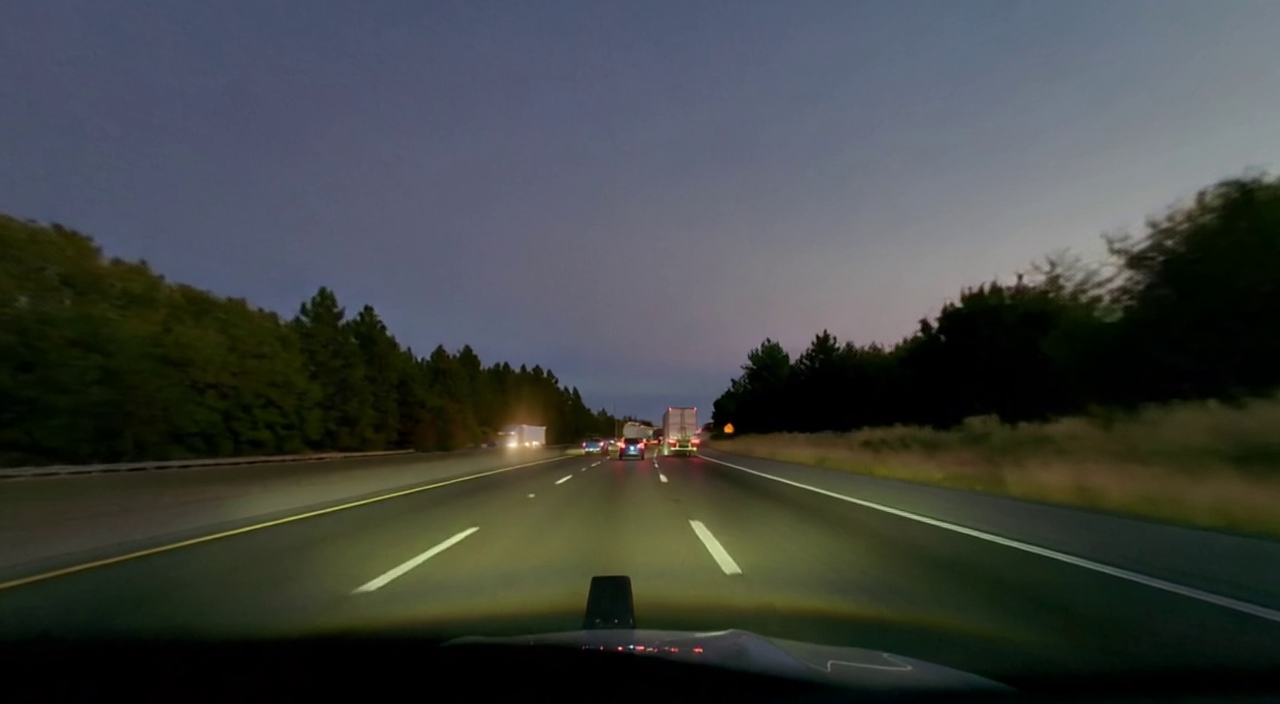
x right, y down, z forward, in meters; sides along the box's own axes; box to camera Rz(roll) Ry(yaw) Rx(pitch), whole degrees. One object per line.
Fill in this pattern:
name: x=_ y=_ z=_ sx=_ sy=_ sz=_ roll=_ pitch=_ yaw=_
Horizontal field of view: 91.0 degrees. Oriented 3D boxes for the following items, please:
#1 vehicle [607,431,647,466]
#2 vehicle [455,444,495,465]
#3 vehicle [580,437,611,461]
vehicle: x=-0.736 y=5.702 z=37.312 sx=2.211 sy=1.933 sz=4.315 roll=0 pitch=-8 yaw=0
vehicle: x=-12.442 y=7.756 z=47.729 sx=1.880 sy=1.515 sz=4.210 roll=-1 pitch=-8 yaw=1
vehicle: x=-3.457 y=7.551 z=49.162 sx=2.047 sy=1.757 sz=4.183 roll=-1 pitch=-8 yaw=1
